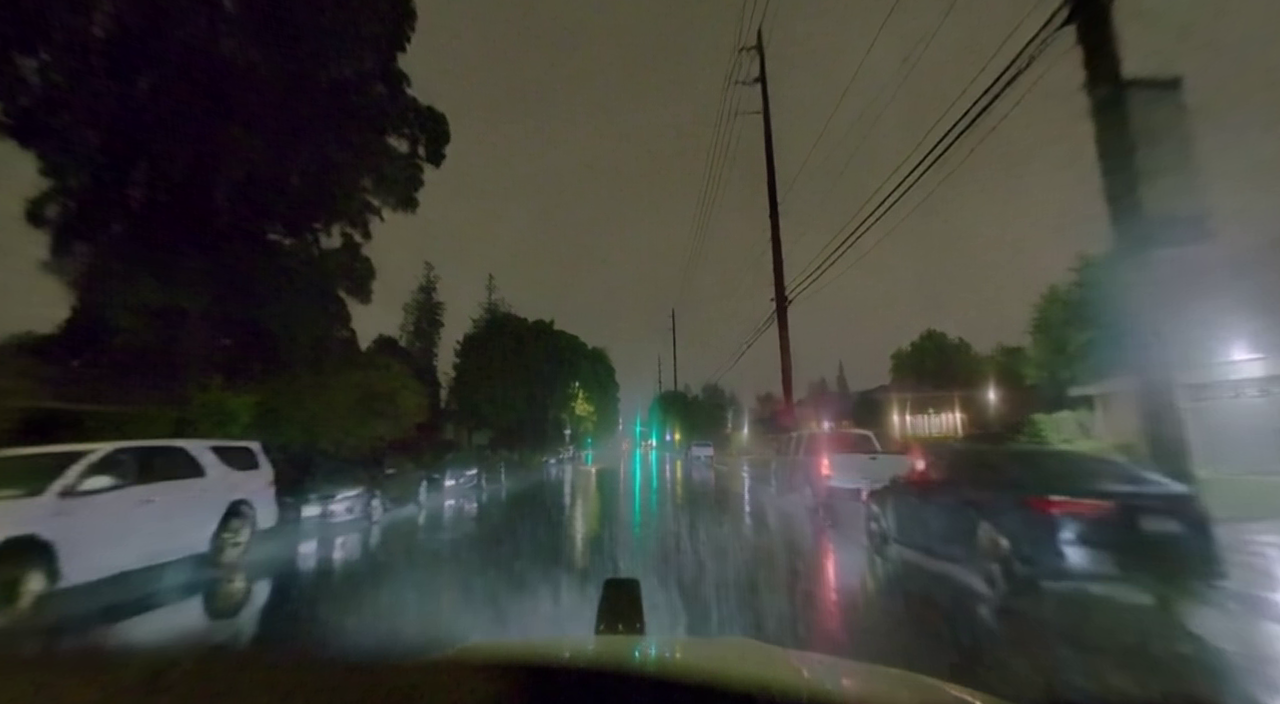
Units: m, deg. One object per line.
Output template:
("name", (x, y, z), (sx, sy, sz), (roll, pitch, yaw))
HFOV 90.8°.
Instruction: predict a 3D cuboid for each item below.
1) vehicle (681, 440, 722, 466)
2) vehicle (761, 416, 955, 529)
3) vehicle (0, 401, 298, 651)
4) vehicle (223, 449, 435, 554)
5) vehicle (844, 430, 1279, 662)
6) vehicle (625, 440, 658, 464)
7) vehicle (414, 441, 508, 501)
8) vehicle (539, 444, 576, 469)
("vehicle", (3.961, 6.586, 41.379), (2.144, 1.572, 5.026), (0, -8, 0))
("vehicle", (3.804, 2.193, 12.040), (2.108, 1.719, 4.339), (0, -8, 0))
("vehicle", (-5.840, 1.563, 6.436), (2.115, 1.820, 5.002), (-3, -7, -2))
("vehicle", (-6.031, 2.895, 13.106), (1.930, 1.456, 4.965), (-3, -7, 0))
("vehicle", (3.699, 1.545, 6.302), (1.789, 1.435, 4.499), (0, -8, 0))
("vehicle", (0.067, 6.681, 42.429), (2.062, 1.509, 4.305), (0, -8, -1))
("vehicle", (-6.034, 3.999, 21.898), (1.769, 1.572, 4.990), (-4, -6, 0))
("vehicle", (-6.050, 7.685, 46.890), (2.094, 1.433, 5.740), (-4, -7, -2))
